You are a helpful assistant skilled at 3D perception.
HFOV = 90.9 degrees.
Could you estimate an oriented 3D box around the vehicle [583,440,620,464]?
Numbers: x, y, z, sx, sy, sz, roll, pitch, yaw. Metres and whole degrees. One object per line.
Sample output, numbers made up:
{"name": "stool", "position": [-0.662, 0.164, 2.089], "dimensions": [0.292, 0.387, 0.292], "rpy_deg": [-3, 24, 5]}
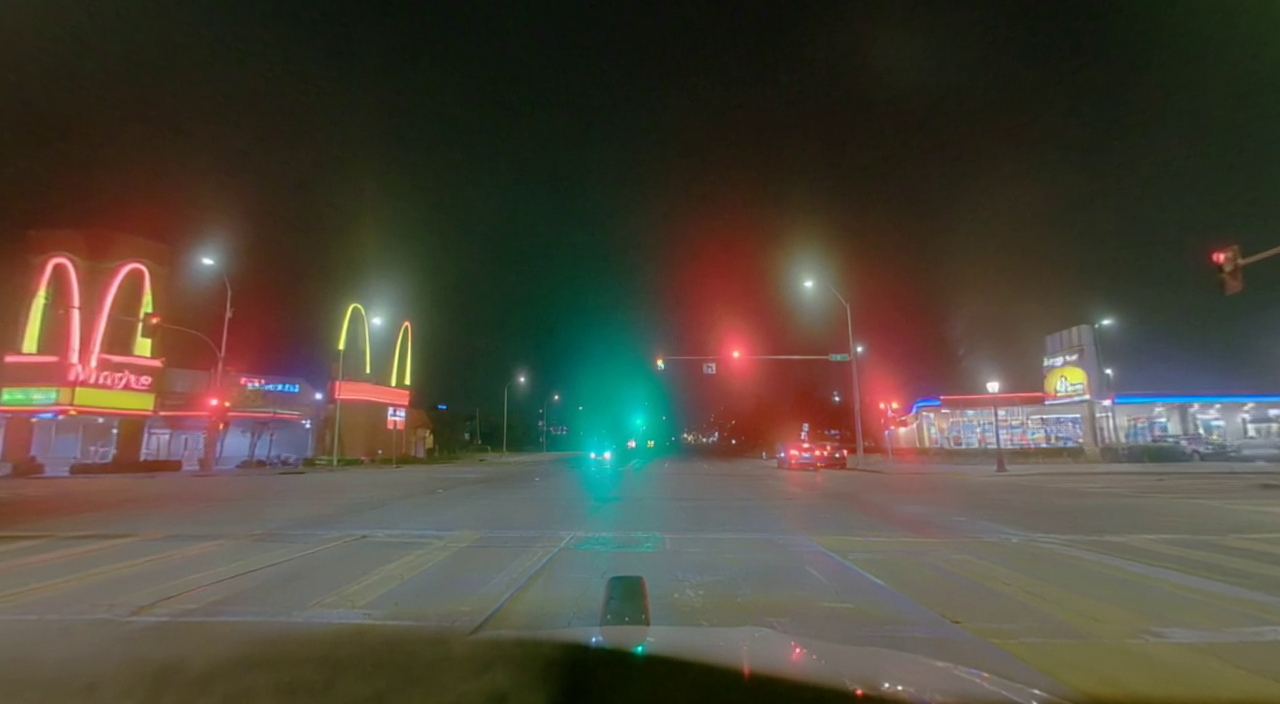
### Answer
{"name": "vehicle", "position": [-2.501, 6.639, 41.957], "dimensions": [2.104, 1.468, 4.195], "rpy_deg": [0, -8, 1]}
